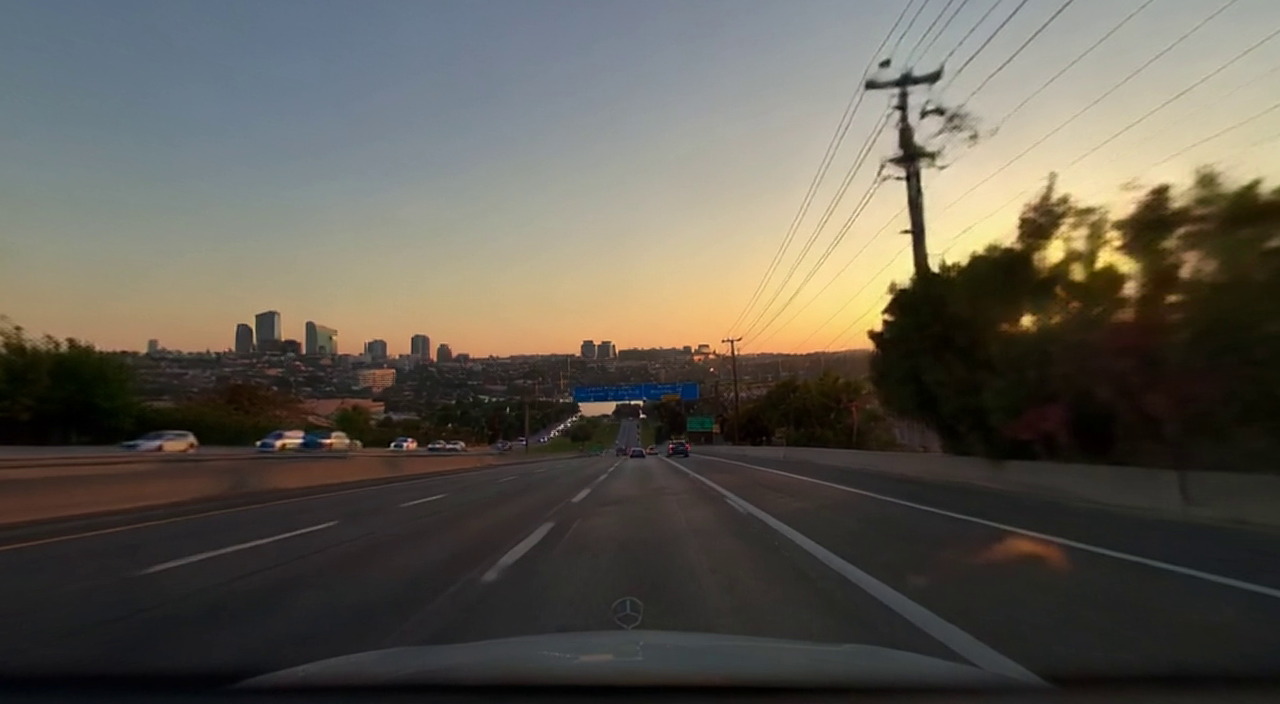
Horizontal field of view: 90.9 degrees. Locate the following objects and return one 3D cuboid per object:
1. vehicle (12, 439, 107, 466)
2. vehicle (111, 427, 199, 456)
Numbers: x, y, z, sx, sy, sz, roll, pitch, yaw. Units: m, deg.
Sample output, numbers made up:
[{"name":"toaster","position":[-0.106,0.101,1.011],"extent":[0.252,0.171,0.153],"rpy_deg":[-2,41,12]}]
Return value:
[{"name":"vehicle","position":[-33.853,5.863,36.923],"extent":[1.733,1.474,4.026],"rpy_deg":[0,-8,0]},{"name":"vehicle","position":[-30.041,5.574,39.267],"extent":[2.029,1.709,4.289],"rpy_deg":[0,-8,0]}]
